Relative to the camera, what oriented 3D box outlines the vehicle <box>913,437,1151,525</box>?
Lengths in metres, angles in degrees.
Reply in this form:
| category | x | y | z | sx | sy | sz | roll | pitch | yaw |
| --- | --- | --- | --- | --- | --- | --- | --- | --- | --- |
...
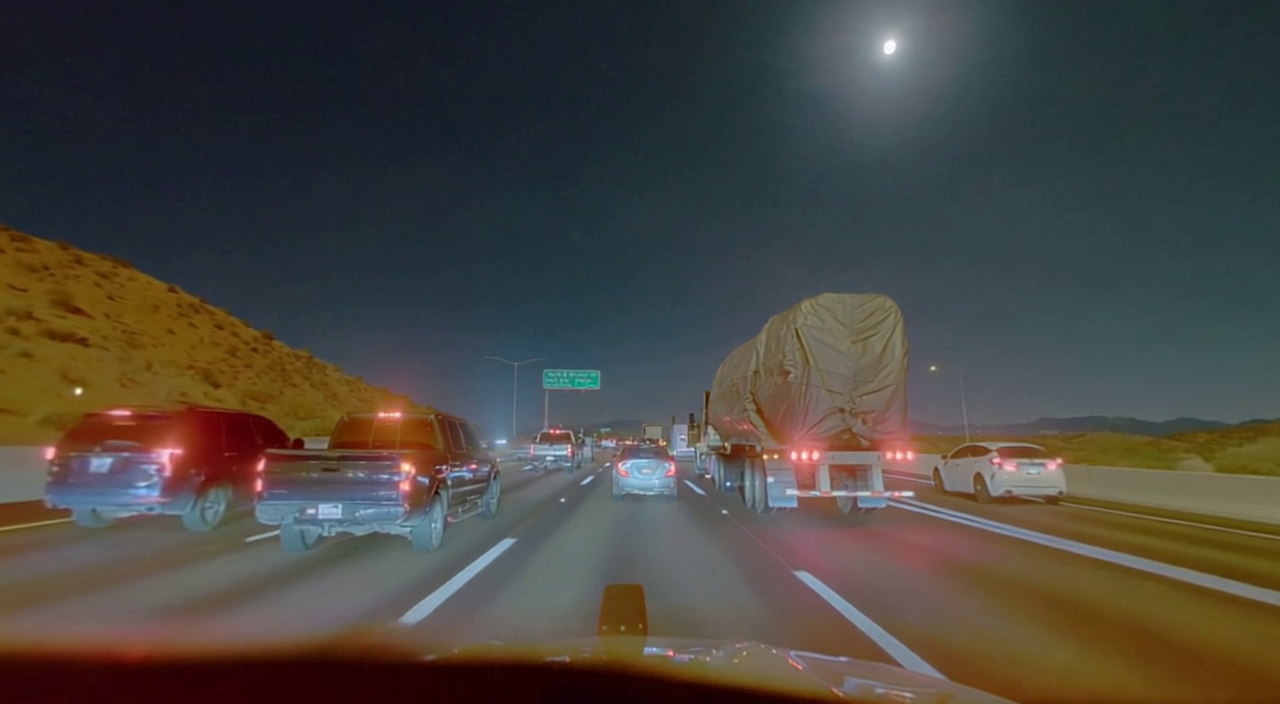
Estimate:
| category | x | y | z | sx | sy | sz | roll | pitch | yaw |
| --- | --- | --- | --- | --- | --- | --- | --- | --- | --- |
| vehicle | 7.686 | 2.522 | 13.025 | 2.092 | 1.495 | 4.194 | 0 | -8 | -2 |

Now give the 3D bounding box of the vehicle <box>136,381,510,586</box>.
| category | x | y | z | sx | sy | sz | roll | pitch | yaw |
| --- | --- | --- | --- | --- | --- | --- | --- | --- | --- |
| vehicle | -3.502 | 1.602 | 8.616 | 2.318 | 1.902 | 5.374 | 0 | -8 | 0 |

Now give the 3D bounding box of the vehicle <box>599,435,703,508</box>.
| category | x | y | z | sx | sy | sz | roll | pitch | yaw |
| --- | --- | --- | --- | --- | --- | --- | --- | --- | --- |
| vehicle | 0.169 | 2.722 | 14.897 | 2.105 | 1.471 | 3.978 | 0 | -8 | -2 |

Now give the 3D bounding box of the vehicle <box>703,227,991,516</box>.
| category | x | y | z | sx | sy | sz | roll | pitch | yaw |
| --- | --- | --- | --- | --- | --- | --- | --- | --- | --- |
| vehicle | 3.392 | 0.982 | 14.295 | 2.759 | 4.098 | 10.906 | 0 | -8 | 0 |

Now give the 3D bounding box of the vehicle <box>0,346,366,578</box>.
| category | x | y | z | sx | sy | sz | roll | pitch | yaw |
| --- | --- | --- | --- | --- | --- | --- | --- | --- | --- |
| vehicle | -7.550 | 1.594 | 9.909 | 3.150 | 2.303 | 7.133 | 0 | -8 | 1 |

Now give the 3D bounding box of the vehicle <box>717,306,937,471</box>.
| category | x | y | z | sx | sy | sz | roll | pitch | yaw |
| --- | --- | --- | --- | --- | --- | --- | --- | --- | --- |
| vehicle | 3.378 | 0.941 | 13.023 | 2.790 | 2.718 | 5.253 | 0 | -8 | -1 |

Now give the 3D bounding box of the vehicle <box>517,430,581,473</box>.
| category | x | y | z | sx | sy | sz | roll | pitch | yaw |
| --- | --- | --- | --- | --- | --- | --- | --- | --- | --- |
| vehicle | -4.061 | 4.541 | 29.027 | 2.348 | 1.821 | 5.061 | 0 | -8 | -2 |
